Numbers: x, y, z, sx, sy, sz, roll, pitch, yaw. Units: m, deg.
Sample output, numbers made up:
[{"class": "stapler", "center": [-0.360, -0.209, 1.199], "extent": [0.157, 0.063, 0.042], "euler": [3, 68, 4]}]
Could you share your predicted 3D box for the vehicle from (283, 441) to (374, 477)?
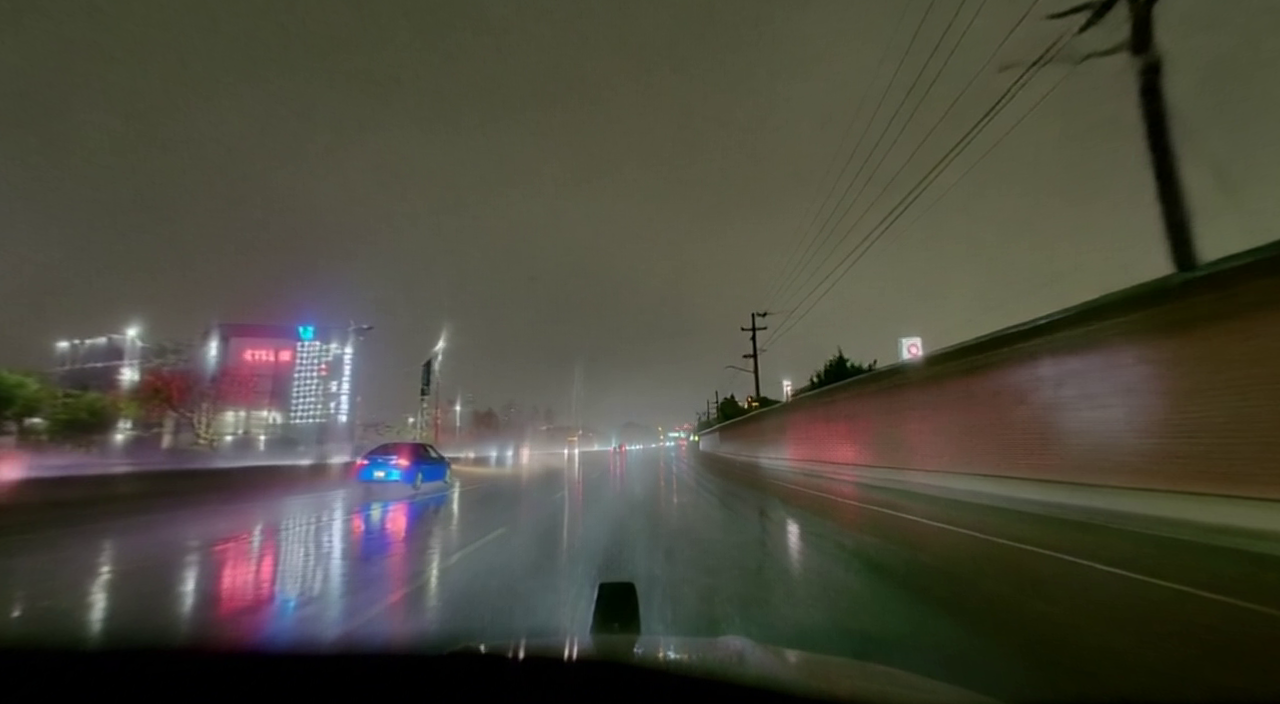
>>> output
[{"class": "vehicle", "center": [-14.374, 4.942, 29.484], "extent": [1.944, 1.560, 4.445], "euler": [0, -8, 1]}]

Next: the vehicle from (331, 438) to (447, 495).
[{"class": "vehicle", "center": [-7.711, 3.536, 19.897], "extent": [2.013, 1.574, 3.923], "euler": [0, -8, 0]}]
